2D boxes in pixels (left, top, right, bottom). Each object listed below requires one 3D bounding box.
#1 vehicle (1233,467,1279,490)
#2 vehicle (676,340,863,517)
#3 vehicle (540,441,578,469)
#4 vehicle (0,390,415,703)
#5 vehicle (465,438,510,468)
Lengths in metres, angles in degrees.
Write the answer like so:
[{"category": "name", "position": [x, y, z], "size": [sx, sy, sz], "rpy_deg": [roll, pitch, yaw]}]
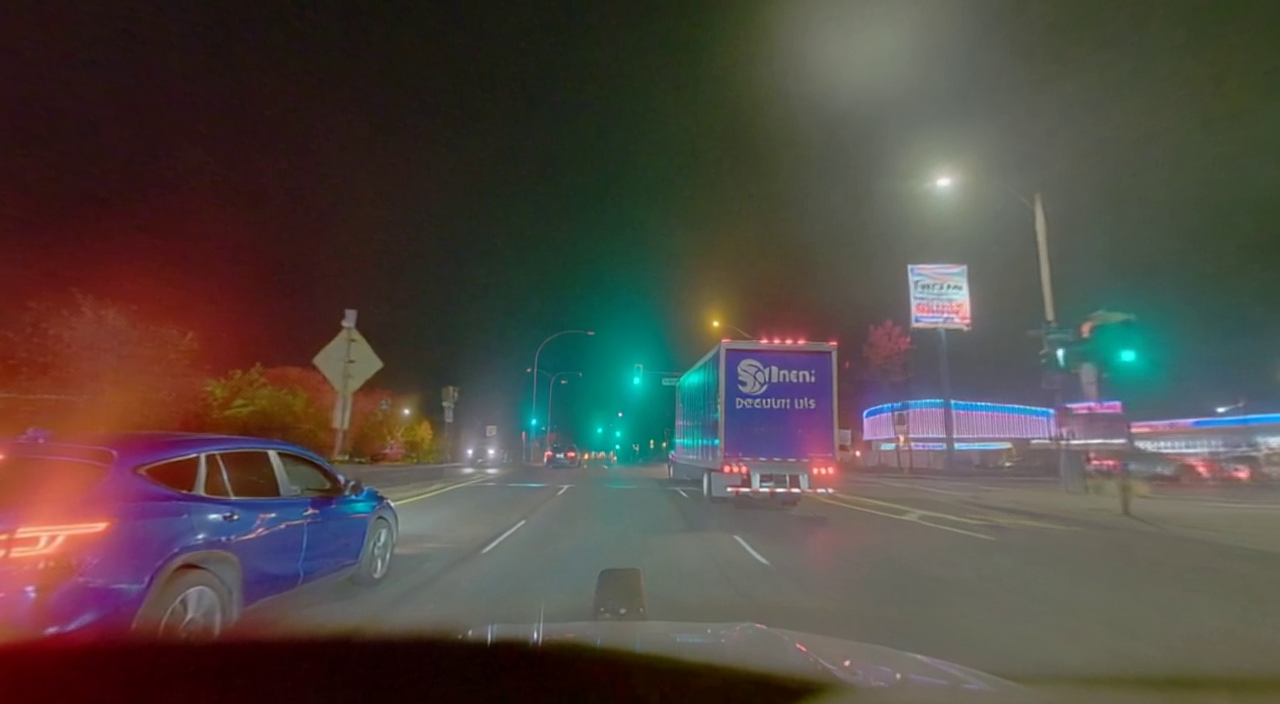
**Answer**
[{"category": "vehicle", "position": [47.808, 9.530, 47.381], "size": [5.053, 1.542, 2.169], "rpy_deg": [3, -9, -19]}, {"category": "vehicle", "position": [2.916, 2.197, 17.299], "size": [2.905, 3.644, 8.441], "rpy_deg": [0, -9, -3]}, {"category": "vehicle", "position": [-5.518, 7.042, 43.183], "size": [2.388, 1.811, 4.455], "rpy_deg": [1, -9, -5]}, {"category": "vehicle", "position": [-3.371, 1.226, 4.487], "size": [1.828, 1.515, 4.422], "rpy_deg": [0, -9, 1]}, {"category": "vehicle", "position": [-10.245, 6.810, 42.499], "size": [2.374, 1.863, 4.751], "rpy_deg": [1, -9, -7]}]
